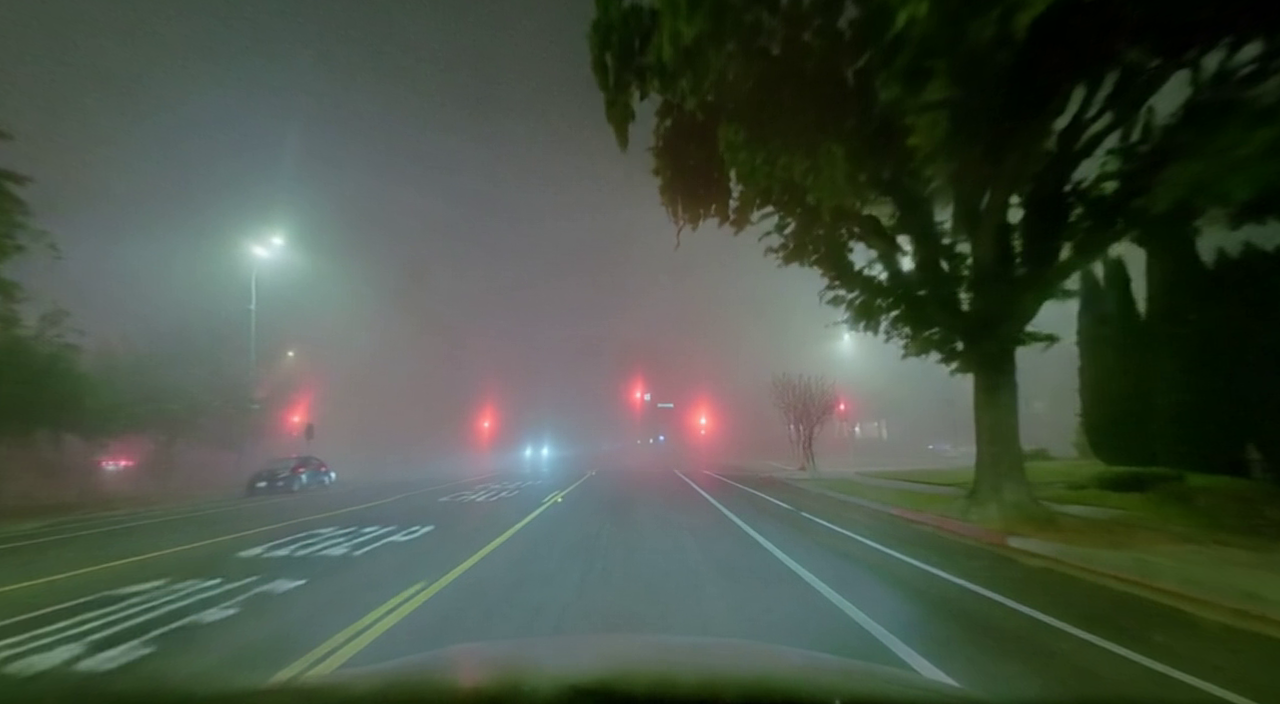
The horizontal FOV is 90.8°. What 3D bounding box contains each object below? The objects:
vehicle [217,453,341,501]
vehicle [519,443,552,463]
[{"bbox_3d":[-12.854,4.438,22.908,1.851,1.482,4.443,0,-8,0],"label":"vehicle"},{"bbox_3d":[-8.083,7.883,49.333,1.869,1.497,3.768,0,-8,1],"label":"vehicle"}]
